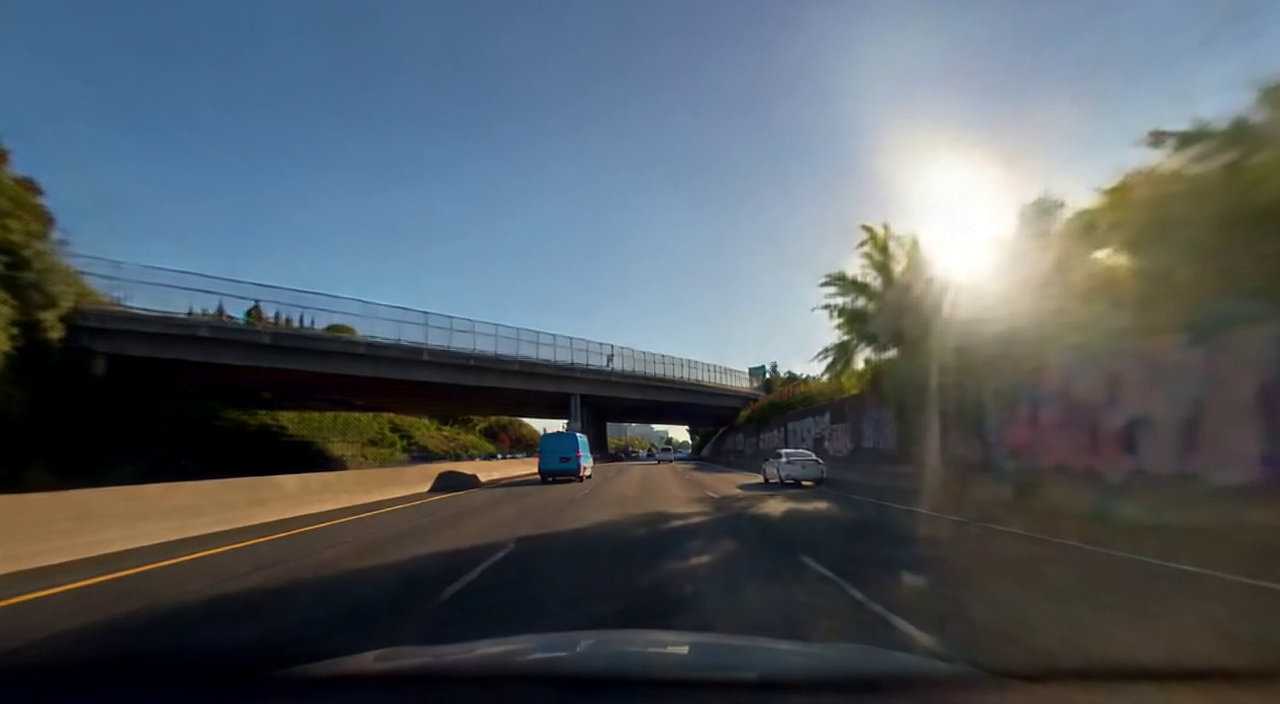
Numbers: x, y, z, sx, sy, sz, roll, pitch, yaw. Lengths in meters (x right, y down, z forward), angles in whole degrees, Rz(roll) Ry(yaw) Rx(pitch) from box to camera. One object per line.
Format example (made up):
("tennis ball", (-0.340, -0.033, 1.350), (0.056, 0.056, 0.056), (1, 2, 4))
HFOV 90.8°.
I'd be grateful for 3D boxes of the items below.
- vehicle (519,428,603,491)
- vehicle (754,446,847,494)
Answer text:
("vehicle", (-2.708, 3.876, 23.039), (2.310, 2.030, 5.094), (0, -9, 1))
("vehicle", (5.487, 4.053, 22.195), (1.972, 1.492, 4.623), (0, -9, -1))
